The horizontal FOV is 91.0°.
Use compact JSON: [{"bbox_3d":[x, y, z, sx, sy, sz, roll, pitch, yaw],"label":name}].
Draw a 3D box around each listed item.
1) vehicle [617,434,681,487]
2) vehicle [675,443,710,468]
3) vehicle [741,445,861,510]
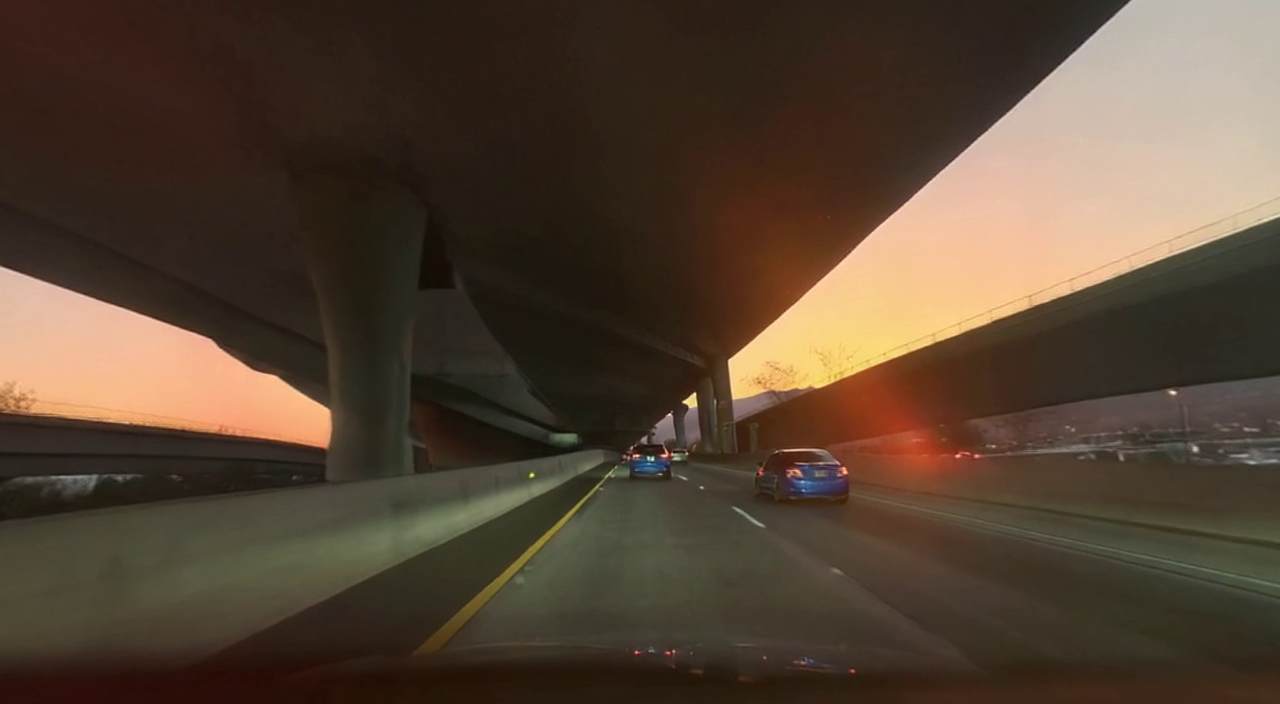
[{"bbox_3d":[0.308,4.190,24.635,2.264,1.841,4.583,0,-9,-1],"label":"vehicle"},{"bbox_3d":[3.661,7.309,44.633,2.047,1.700,4.069,0,-9,-1],"label":"vehicle"},{"bbox_3d":[4.103,3.244,16.827,2.047,1.500,4.017,1,-9,-2],"label":"vehicle"}]
